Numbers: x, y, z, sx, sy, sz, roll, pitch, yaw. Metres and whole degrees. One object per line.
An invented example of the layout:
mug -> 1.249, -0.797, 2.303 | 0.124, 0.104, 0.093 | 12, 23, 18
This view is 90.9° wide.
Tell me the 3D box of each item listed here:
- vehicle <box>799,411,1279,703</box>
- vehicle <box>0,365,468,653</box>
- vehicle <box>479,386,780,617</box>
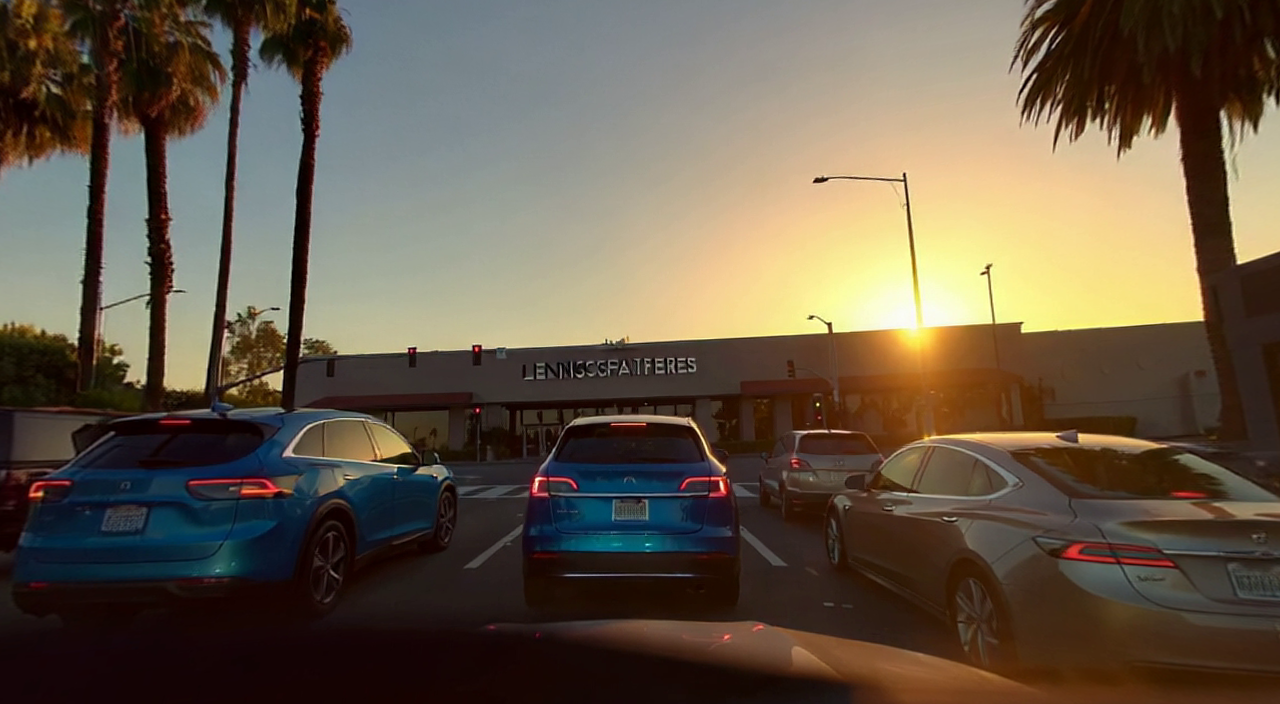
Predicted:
vehicle -> 2.963, 1.367, 5.257 | 2.017, 1.491, 4.611 | 0, -8, -1
vehicle -> -3.350, 1.277, 6.126 | 2.014, 1.755, 4.360 | 0, -8, 1
vehicle -> -0.132, 1.457, 7.062 | 2.280, 1.747, 4.361 | 0, -8, -2
